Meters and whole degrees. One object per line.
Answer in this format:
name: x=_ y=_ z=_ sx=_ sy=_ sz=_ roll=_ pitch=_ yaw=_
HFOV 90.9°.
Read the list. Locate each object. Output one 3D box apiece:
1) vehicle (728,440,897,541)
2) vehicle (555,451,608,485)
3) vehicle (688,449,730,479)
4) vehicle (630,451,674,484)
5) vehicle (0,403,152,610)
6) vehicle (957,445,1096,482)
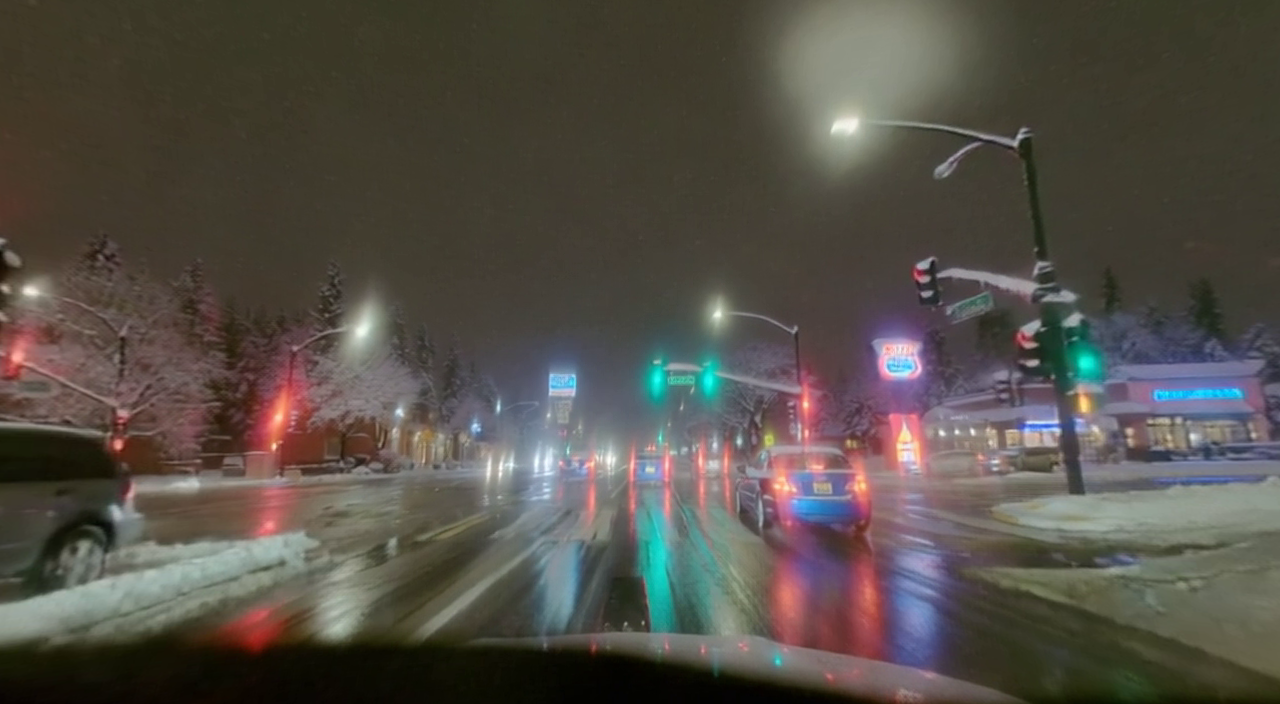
vehicle: x=2.921 y=2.421 z=11.726 sx=1.946 sy=1.513 sz=4.133 roll=0 pitch=-8 yaw=0
vehicle: x=-2.800 y=5.699 z=31.232 sx=2.040 sy=1.471 sz=4.211 roll=-1 pitch=-8 yaw=2
vehicle: x=3.942 y=6.445 z=36.446 sx=1.931 sy=1.552 sz=4.125 roll=0 pitch=-8 yaw=0
vehicle: x=0.579 y=5.696 z=31.359 sx=2.070 sy=1.460 sz=4.118 roll=0 pitch=-8 yaw=0
vehicle: x=-6.668 y=1.277 z=4.964 sx=2.058 sy=1.804 sz=4.391 roll=0 pitch=-8 yaw=0
vehicle: x=15.758 y=4.564 z=25.877 sx=4.481 sy=1.427 sz=1.830 roll=0 pitch=-8 yaw=-1
